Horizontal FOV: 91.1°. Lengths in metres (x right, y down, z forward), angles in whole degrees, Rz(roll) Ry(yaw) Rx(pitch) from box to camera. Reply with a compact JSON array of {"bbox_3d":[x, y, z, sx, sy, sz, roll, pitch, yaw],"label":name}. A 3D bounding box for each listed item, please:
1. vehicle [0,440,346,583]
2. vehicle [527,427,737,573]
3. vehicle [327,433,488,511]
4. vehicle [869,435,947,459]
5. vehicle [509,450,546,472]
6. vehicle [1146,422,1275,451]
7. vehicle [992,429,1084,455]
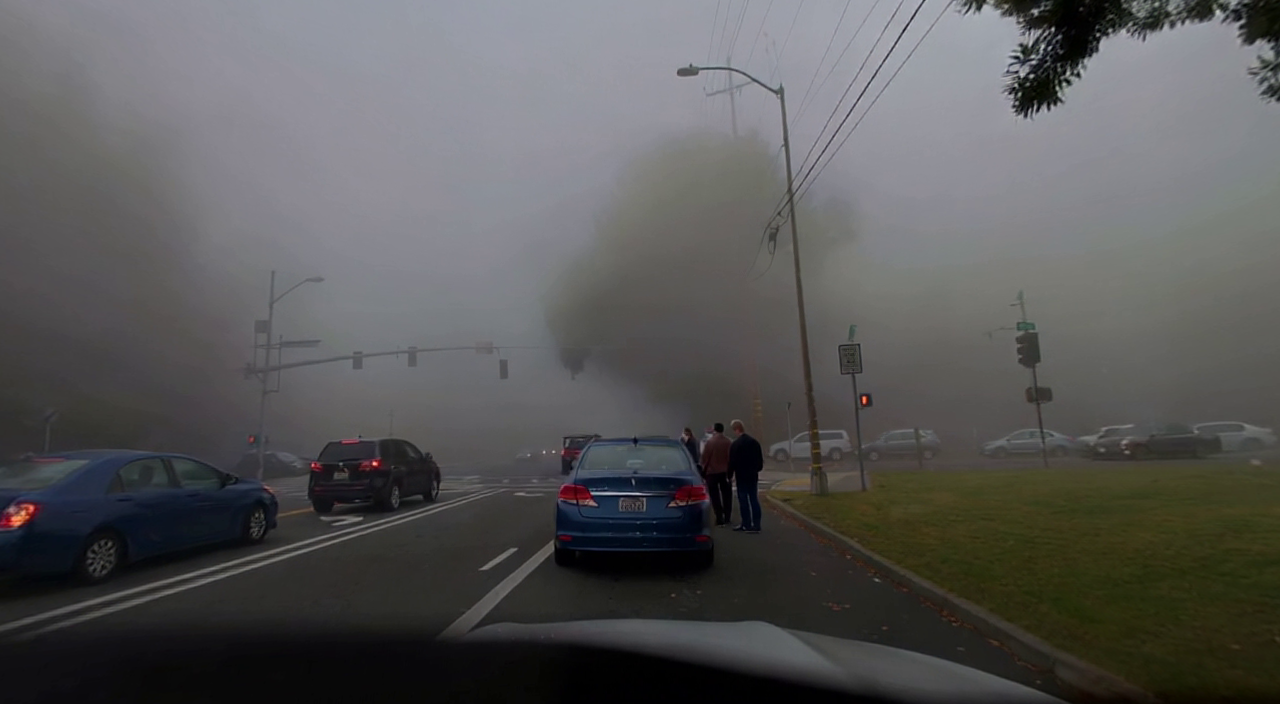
[{"bbox_3d":[-6.324,2.062,9.034,1.948,1.530,4.283,0,-9,3],"label":"vehicle"},{"bbox_3d":[-0.052,1.860,8.680,2.182,1.501,4.150,0,-9,1],"label":"vehicle"},{"bbox_3d":[-6.145,3.219,17.468,2.230,1.811,5.183,-1,-9,3],"label":"vehicle"},{"bbox_3d":[17.536,6.215,41.138,4.441,1.452,1.798,-5,-10,30],"label":"vehicle"},{"bbox_3d":[-8.248,8.012,46.391,1.823,1.543,3.944,0,-9,2],"label":"vehicle"},{"bbox_3d":[30.527,4.599,33.797,4.739,1.472,1.804,-5,-10,30],"label":"vehicle"},{"bbox_3d":[23.824,5.436,37.743,4.454,1.440,1.816,-5,-10,30],"label":"vehicle"}]
